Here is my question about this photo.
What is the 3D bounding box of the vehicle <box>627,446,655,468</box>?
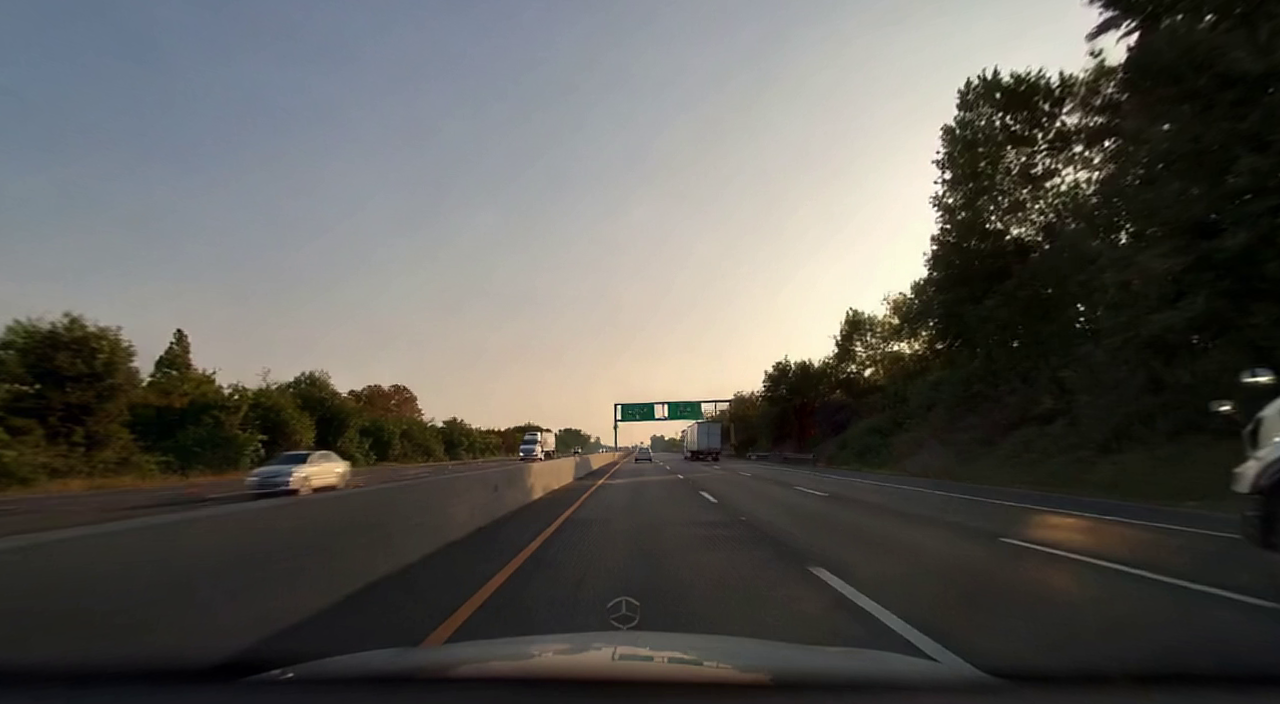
[{"bbox_3d":[0.093,7.965,47.926,2.024,1.579,3.707,-1,-9,0],"label":"vehicle"}]

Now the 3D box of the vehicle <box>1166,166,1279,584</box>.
[{"bbox_3d":[7.736,0.051,5.050,3.060,3.998,4.113,0,-9,0],"label":"vehicle"}]

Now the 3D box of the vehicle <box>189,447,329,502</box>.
[{"bbox_3d":[-11.932,3.825,20.066,1.872,1.511,4.144,-1,-9,0],"label":"vehicle"}]
